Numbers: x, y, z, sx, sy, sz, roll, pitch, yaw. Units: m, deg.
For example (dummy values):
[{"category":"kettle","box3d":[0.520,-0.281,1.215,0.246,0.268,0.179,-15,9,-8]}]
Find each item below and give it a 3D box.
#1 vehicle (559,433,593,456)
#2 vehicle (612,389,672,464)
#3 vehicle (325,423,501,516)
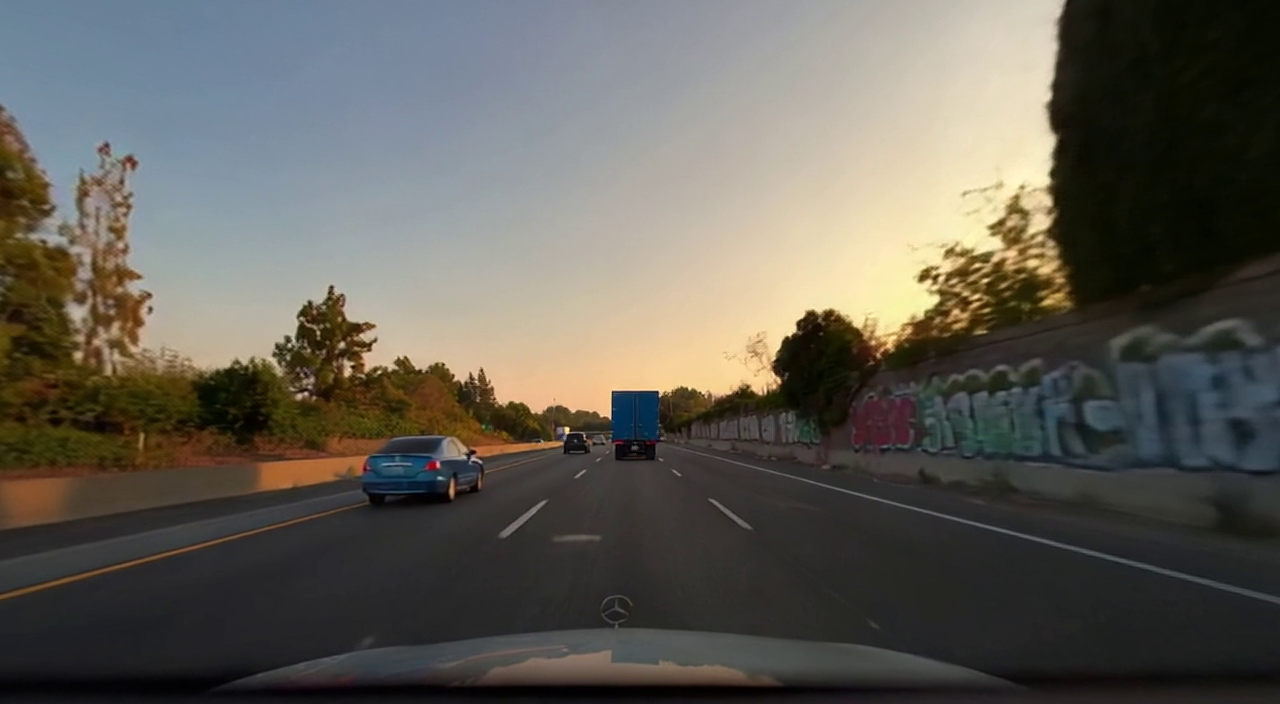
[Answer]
[{"category":"vehicle","box3d":[-4.647,6.759,46.149,2.058,1.645,4.130,0,-8,0]},{"category":"vehicle","box3d":[-0.042,4.304,35.610,2.927,3.649,9.443,0,-8,-2]},{"category":"vehicle","box3d":[-4.308,2.279,12.844,1.948,1.526,4.525,0,-8,-1]}]
